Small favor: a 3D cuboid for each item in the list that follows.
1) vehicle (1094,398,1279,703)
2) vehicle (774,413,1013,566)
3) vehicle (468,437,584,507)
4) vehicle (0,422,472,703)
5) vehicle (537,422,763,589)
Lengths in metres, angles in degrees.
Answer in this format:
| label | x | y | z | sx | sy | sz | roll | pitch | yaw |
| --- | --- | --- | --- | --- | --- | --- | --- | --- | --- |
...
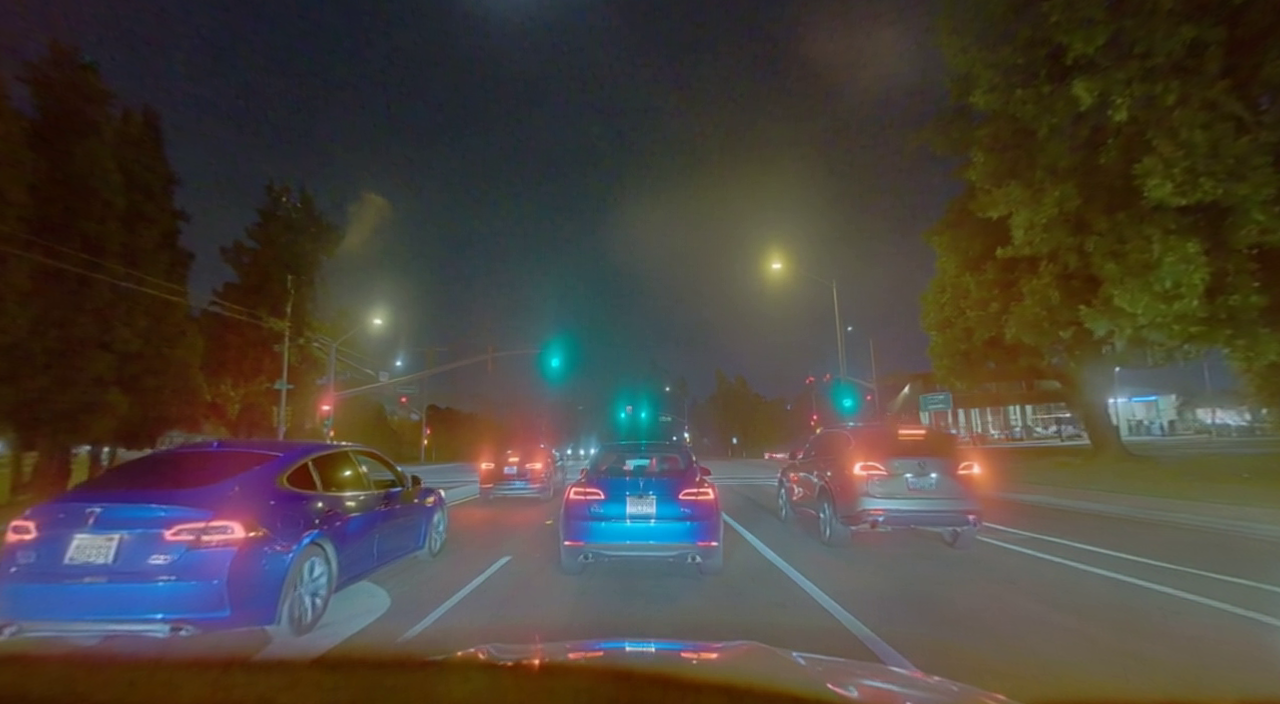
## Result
| label | x | y | z | sx | sy | sz | roll | pitch | yaw |
| --- | --- | --- | --- | --- | --- | --- | --- | --- | --- |
| vehicle | 3.302 | 0.714 | 0.837 | 1.951 | 1.522 | 4.614 | 0 | -8 | 0 |
| vehicle | 3.420 | 1.907 | 9.481 | 1.938 | 1.732 | 4.006 | 1 | -8 | 0 |
| vehicle | -2.749 | 3.011 | 16.235 | 2.089 | 1.537 | 4.073 | -1 | -8 | 2 |
| vehicle | -3.088 | 1.435 | 5.445 | 2.015 | 1.478 | 4.407 | 0 | -8 | 0 |
| vehicle | 0.087 | 1.782 | 8.187 | 2.144 | 1.563 | 4.218 | 0 | -8 | 0 |
